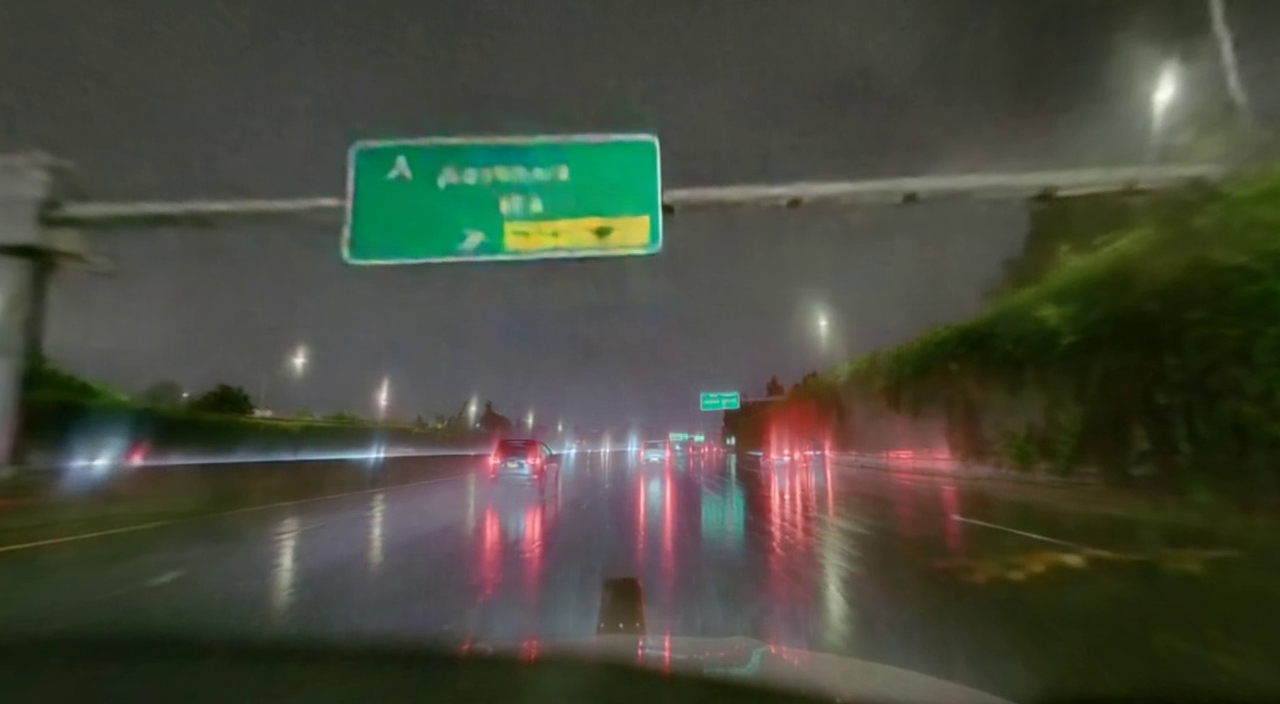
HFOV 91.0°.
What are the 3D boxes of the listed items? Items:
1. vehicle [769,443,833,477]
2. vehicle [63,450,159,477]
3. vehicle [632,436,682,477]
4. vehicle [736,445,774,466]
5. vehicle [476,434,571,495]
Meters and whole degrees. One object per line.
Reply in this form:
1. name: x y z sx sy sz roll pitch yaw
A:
1. vehicle: 7.753 5.225 30.668 1.936 1.480 4.373 0 -9 0
2. vehicle: -38.832 8.153 46.435 2.157 1.854 5.192 -1 -9 6
3. vehicle: 0.847 5.156 31.330 2.270 1.862 4.949 0 -9 1
4. vehicle: 8.571 7.751 47.229 2.005 1.456 4.287 0 -9 0
5. vehicle: -3.675 3.644 20.746 2.142 1.759 4.297 0 -9 2
